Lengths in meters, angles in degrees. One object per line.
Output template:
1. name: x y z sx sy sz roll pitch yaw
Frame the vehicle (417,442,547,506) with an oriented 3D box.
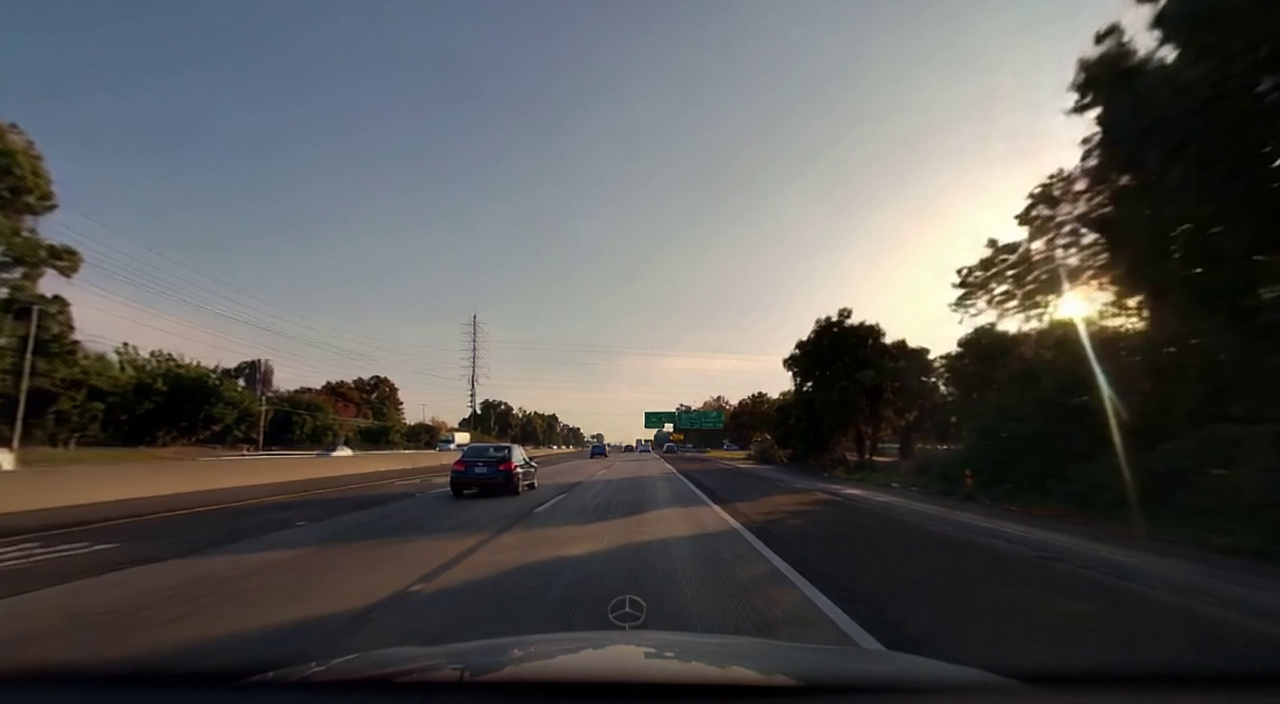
1. vehicle: -3.807 3.027 16.174 2.048 1.368 4.613 0 -9 1
